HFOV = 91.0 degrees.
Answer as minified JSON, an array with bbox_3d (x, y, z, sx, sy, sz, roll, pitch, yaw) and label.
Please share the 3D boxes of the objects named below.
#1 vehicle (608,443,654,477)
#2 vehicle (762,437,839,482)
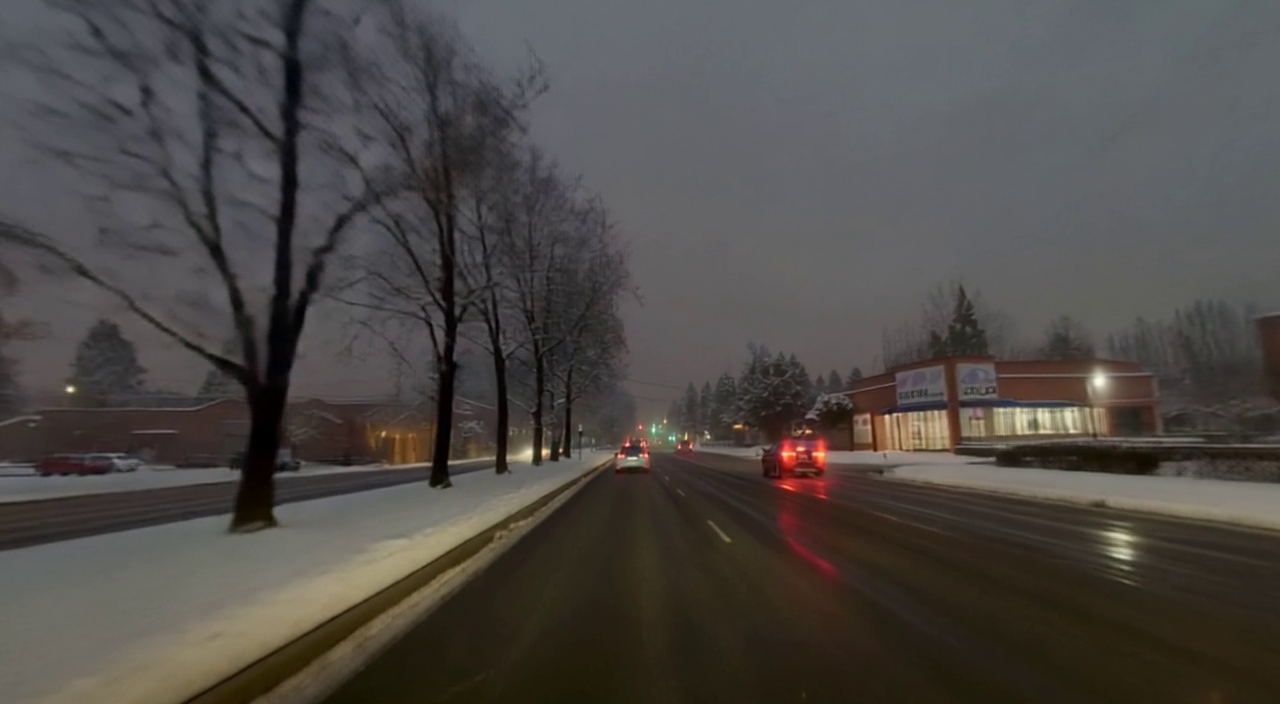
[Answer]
[{"bbox_3d":[-0.381,4.841,28.531,1.970,1.402,3.756,0,-8,0],"label":"vehicle"},{"bbox_3d":[6.304,4.247,25.220,1.949,1.647,3.894,0,-8,-2],"label":"vehicle"}]
